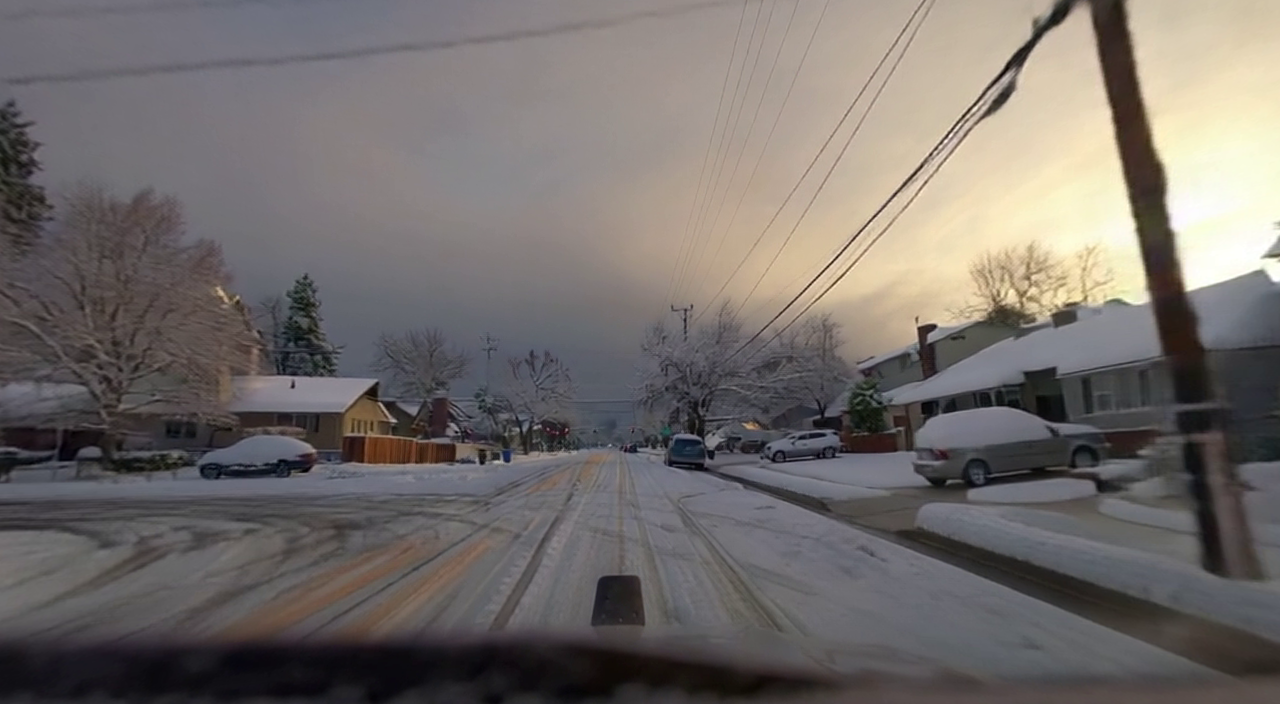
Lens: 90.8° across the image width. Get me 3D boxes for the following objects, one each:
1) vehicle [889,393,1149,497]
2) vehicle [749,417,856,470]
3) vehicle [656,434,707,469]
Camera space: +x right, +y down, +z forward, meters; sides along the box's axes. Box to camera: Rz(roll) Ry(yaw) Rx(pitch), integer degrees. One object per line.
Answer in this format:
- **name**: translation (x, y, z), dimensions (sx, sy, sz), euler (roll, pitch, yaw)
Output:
- **vehicle**: translation (9.405, 2.306, 16.014), dimensions (5.072, 1.909, 2.237), euler (-5, -7, -5)
- **vehicle**: translation (8.409, 4.774, 33.030), dimensions (4.801, 2.139, 2.164), euler (-6, -7, -3)
- **vehicle**: translation (2.465, 6.034, 38.552), dimensions (2.214, 1.962, 4.733), euler (1, -8, -7)
